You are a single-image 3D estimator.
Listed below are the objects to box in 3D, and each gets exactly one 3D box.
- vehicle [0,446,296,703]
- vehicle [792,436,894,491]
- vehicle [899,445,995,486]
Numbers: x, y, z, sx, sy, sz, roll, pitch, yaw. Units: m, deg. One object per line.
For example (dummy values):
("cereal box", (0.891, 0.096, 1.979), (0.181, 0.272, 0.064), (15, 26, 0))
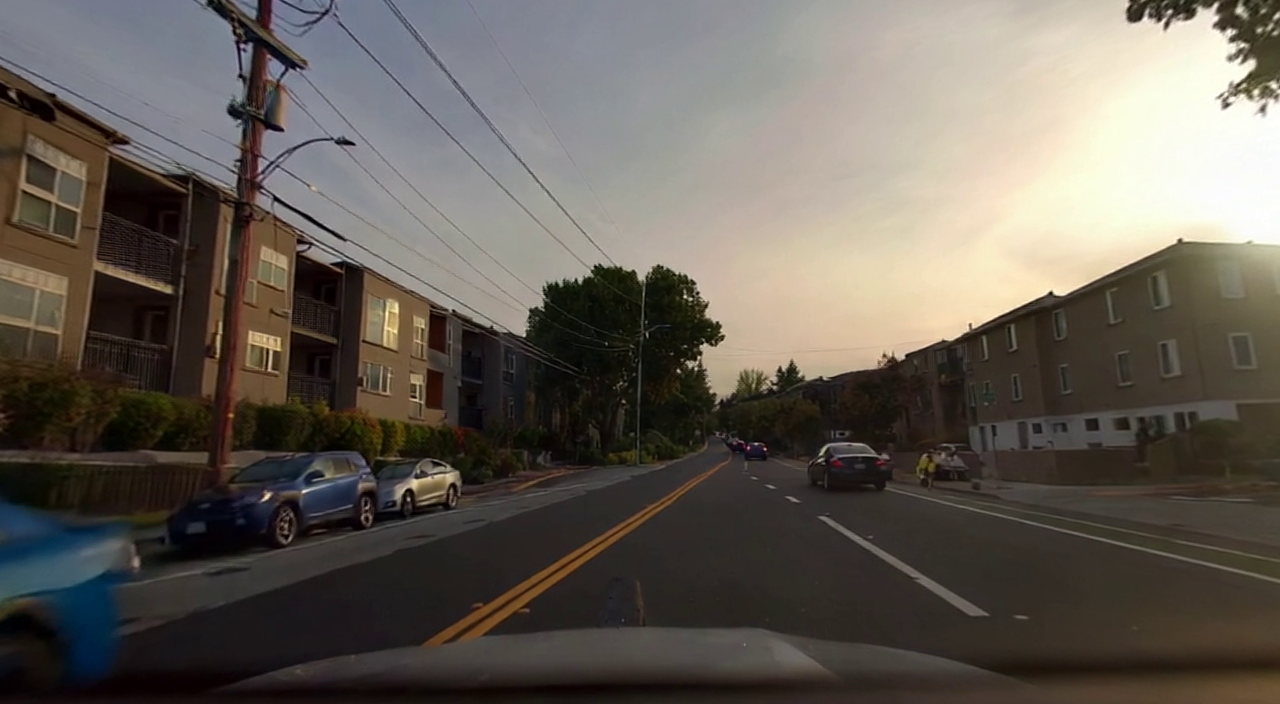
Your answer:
("vehicle", (-3.741, 1.054, 2.110), (2.155, 1.436, 4.501), (-2, -9, 9))
("vehicle", (6.191, 3.452, 19.771), (2.052, 1.506, 4.432), (-1, -8, 5))
("vehicle", (12.249, 4.529, 25.397), (1.935, 1.478, 4.711), (-1, -8, 6))
